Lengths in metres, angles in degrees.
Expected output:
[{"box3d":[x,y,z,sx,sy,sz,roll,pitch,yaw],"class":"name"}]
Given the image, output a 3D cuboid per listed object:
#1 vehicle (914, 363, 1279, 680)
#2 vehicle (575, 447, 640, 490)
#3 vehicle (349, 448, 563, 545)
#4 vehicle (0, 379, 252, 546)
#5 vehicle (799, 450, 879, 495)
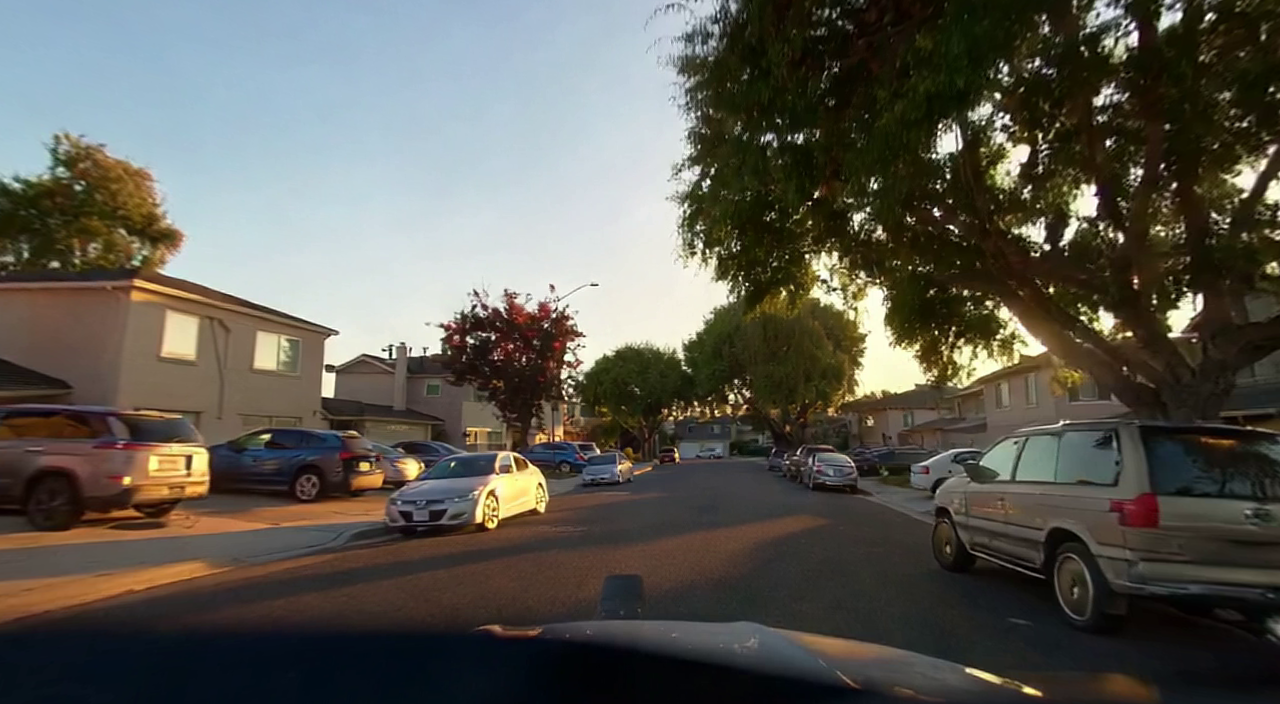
[{"box3d":[4.529,1.335,6.143,2.075,1.882,4.749,-1,-8,7],"class":"vehicle"},{"box3d":[-1.278,4.848,26.634,1.943,1.602,4.172,-2,-8,8],"class":"vehicle"},{"box3d":[-3.204,2.612,12.265,2.189,1.421,4.659,-2,-8,9],"class":"vehicle"},{"box3d":[-9.378,1.568,9.453,5.734,2.066,2.387,-1,-8,8],"class":"vehicle"},{"box3d":[7.332,4.440,23.810,2.042,1.456,4.903,-1,-8,8],"class":"vehicle"}]
